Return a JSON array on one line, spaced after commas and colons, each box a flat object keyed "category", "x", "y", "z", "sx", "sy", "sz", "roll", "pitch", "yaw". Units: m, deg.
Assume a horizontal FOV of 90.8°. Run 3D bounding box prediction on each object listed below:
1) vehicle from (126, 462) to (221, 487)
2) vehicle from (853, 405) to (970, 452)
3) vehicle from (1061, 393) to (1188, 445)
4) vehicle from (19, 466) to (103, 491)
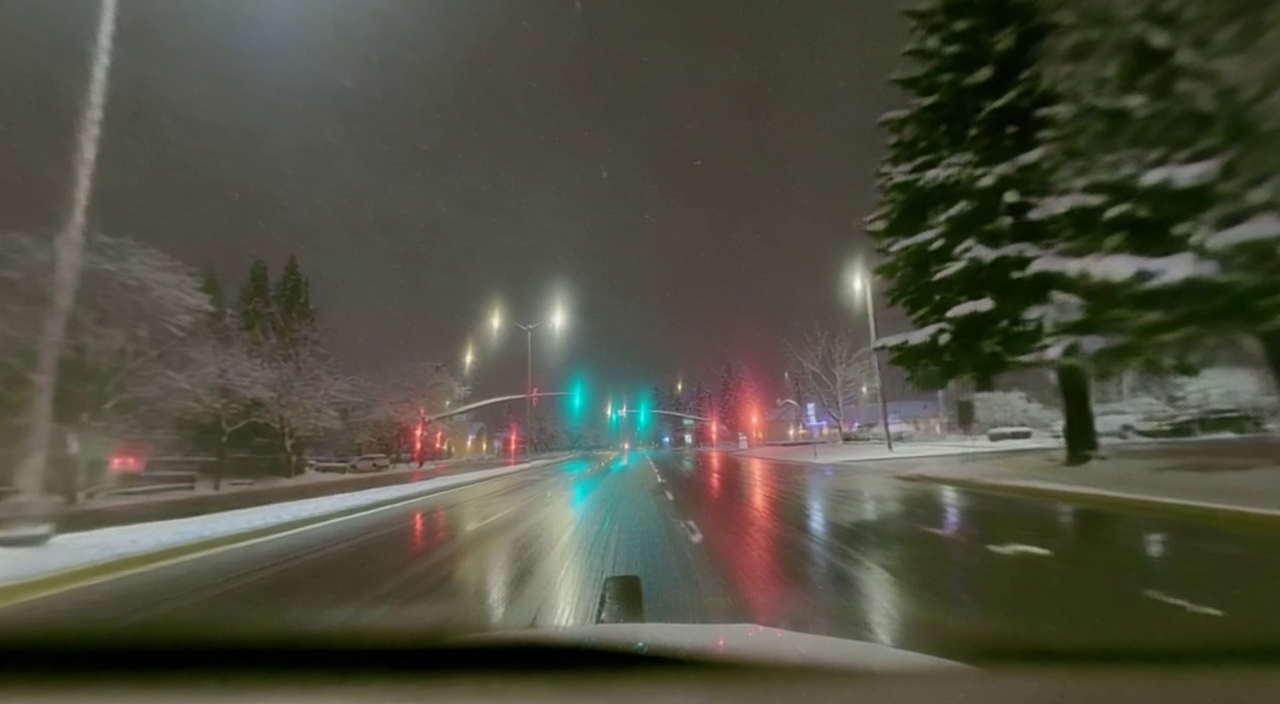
[{"category": "vehicle", "x": -31.302, "y": 8.229, "z": 42.483, "sx": 4.713, "sy": 1.607, "sz": 2.022, "roll": 0, "pitch": -9, "yaw": 0}, {"category": "vehicle", "x": 20.175, "y": 5.765, "z": 47.253, "sx": 7.304, "sy": 3.335, "sz": 2.869, "roll": 0, "pitch": -9, "yaw": -3}, {"category": "vehicle", "x": 32.332, "y": 4.680, "z": 42.622, "sx": 2.751, "sy": 3.197, "sz": 7.018, "roll": 0, "pitch": -8, "yaw": -2}, {"category": "vehicle", "x": -44.061, "y": 9.623, "z": 48.122, "sx": 4.422, "sy": 1.485, "sz": 1.966, "roll": -3, "pitch": -8, "yaw": -3}]
